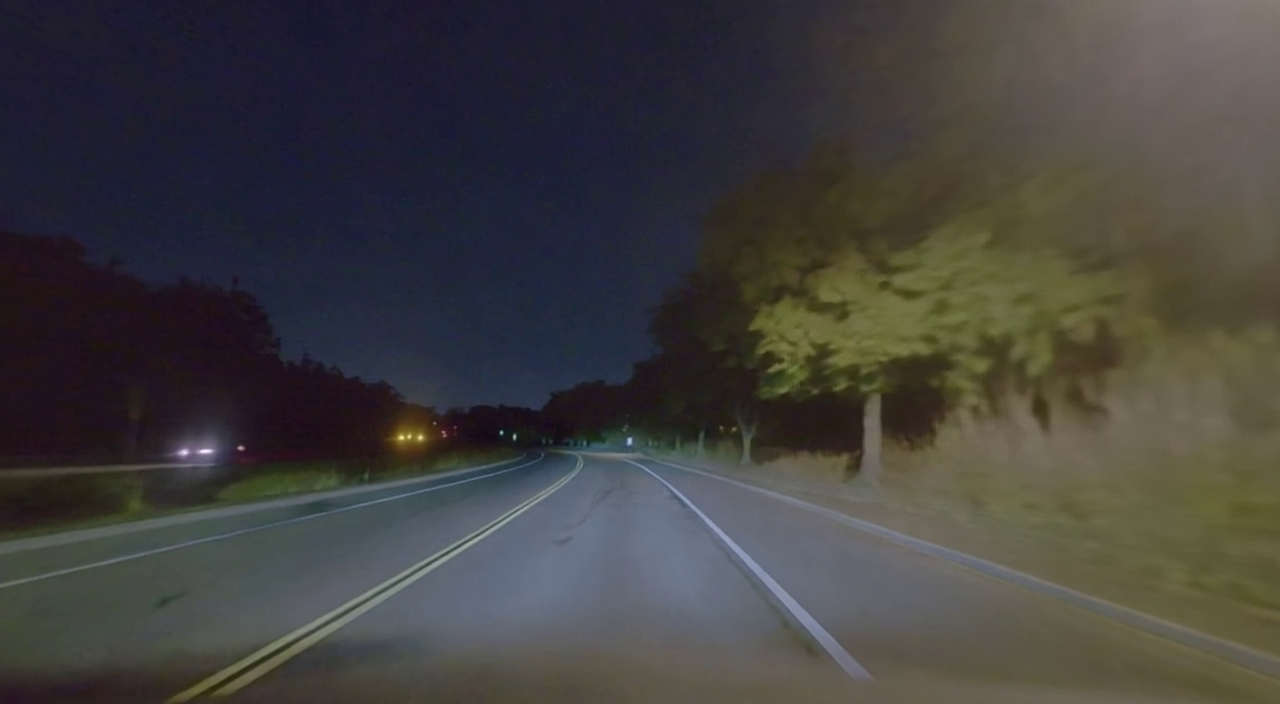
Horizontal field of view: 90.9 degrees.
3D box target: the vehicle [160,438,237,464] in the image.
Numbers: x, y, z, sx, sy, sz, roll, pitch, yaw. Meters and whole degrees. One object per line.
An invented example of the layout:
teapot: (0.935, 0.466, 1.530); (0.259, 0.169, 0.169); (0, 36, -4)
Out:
vehicle: (-27.322, 6.149, 39.188); (1.826, 1.469, 4.432); (0, -9, -4)
